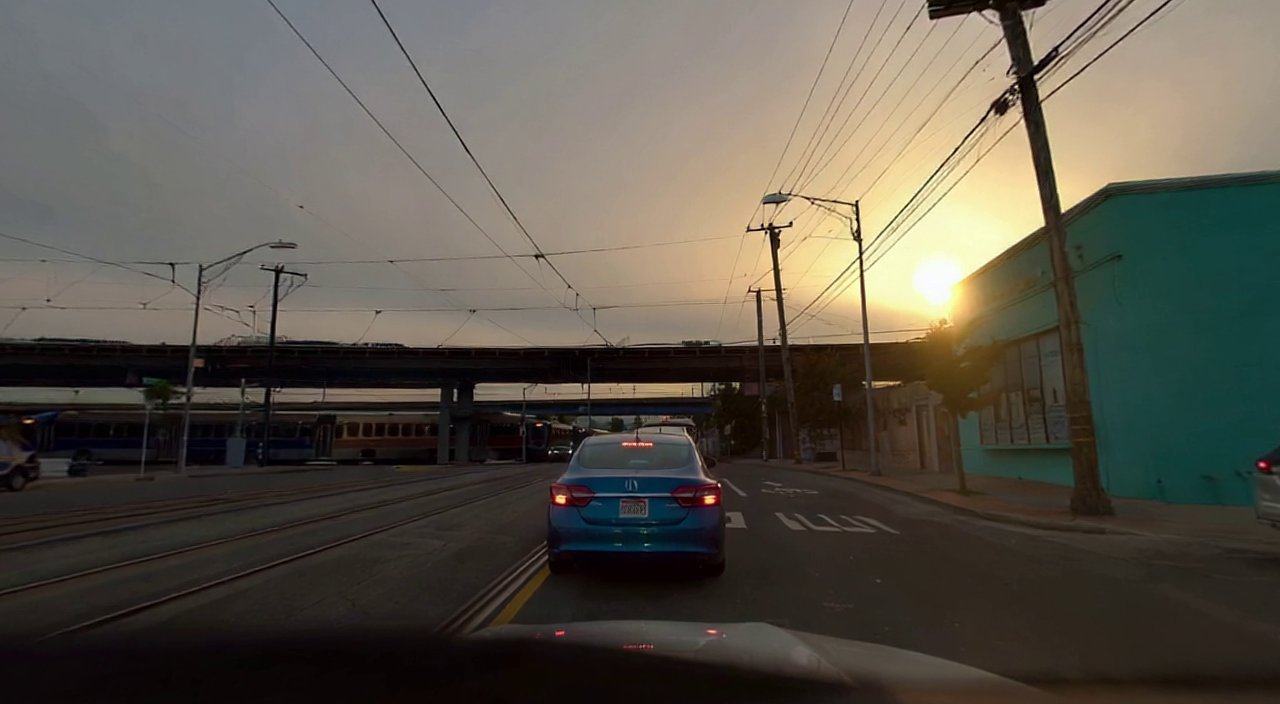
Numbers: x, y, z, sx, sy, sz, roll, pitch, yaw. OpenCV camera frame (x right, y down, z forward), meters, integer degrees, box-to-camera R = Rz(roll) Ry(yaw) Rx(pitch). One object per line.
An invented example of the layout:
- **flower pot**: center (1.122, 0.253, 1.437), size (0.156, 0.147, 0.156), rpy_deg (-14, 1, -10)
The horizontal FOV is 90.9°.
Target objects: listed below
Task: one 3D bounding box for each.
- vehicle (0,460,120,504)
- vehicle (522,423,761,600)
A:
- **vehicle**: center (-21.934, 4.674, 22.841), size (4.566, 1.453, 1.935), rpy_deg (-1, -9, 5)
- **vehicle**: center (0.100, 1.706, 7.610), size (2.090, 1.518, 4.033), rpy_deg (-1, -9, 3)
